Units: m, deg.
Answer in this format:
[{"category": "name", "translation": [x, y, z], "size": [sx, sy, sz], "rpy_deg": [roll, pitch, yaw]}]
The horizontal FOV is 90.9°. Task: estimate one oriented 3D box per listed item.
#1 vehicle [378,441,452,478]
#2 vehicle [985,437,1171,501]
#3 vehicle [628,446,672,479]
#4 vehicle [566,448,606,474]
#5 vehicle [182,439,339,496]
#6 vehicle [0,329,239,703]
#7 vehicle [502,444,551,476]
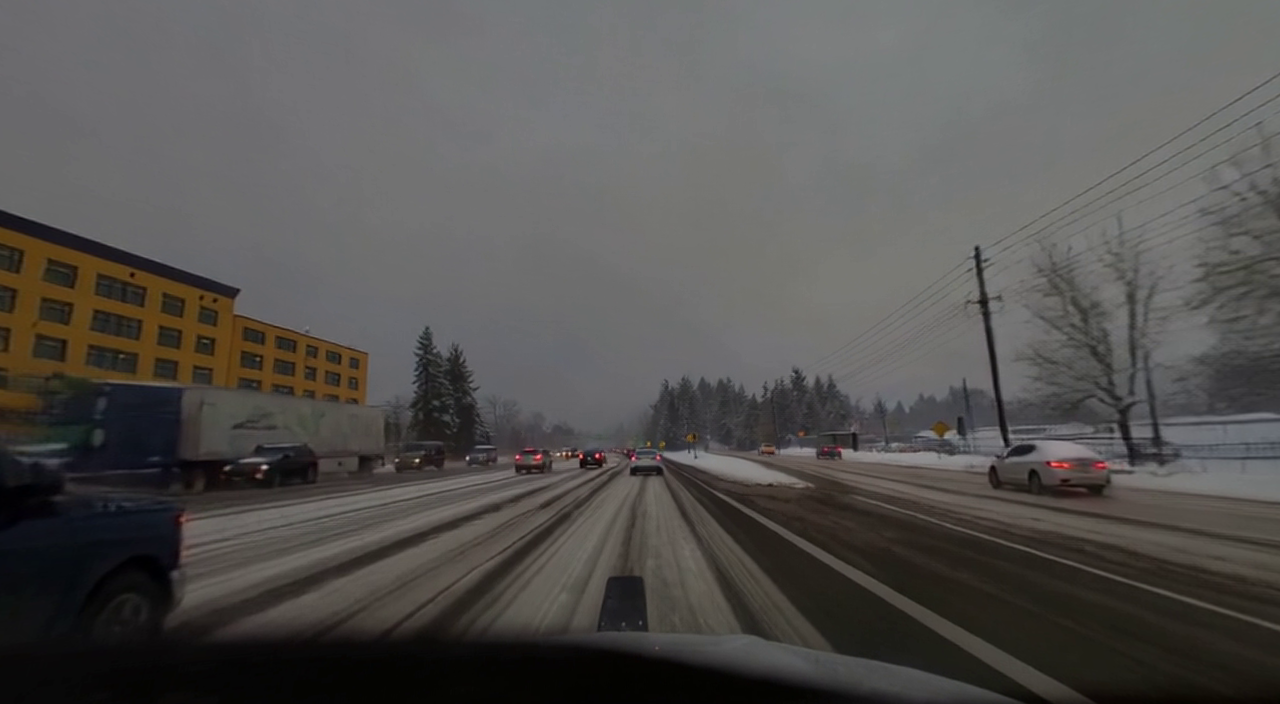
[{"category": "vehicle", "translation": [-13.081, 6.270, 37.174], "size": [2.216, 1.945, 5.942], "rpy_deg": [0, -8, 0]}, {"category": "vehicle", "translation": [11.518, 3.072, 17.101], "size": [1.966, 1.484, 4.610], "rpy_deg": [-1, -8, 4]}, {"category": "vehicle", "translation": [0.462, 5.620, 32.320], "size": [2.107, 1.538, 3.999], "rpy_deg": [0, -8, 0]}, {"category": "vehicle", "translation": [-3.357, 6.861, 39.899], "size": [2.059, 1.508, 4.662], "rpy_deg": [0, -8, 0]}, {"category": "vehicle", "translation": [-13.103, 3.989, 22.340], "size": [2.249, 1.715, 5.424], "rpy_deg": [0, -8, -1]}, {"category": "vehicle", "translation": [-3.893, 0.708, 1.688], "size": [2.250, 1.872, 5.038], "rpy_deg": [-1, -8, 1]}, {"category": "vehicle", "translation": [-7.100, 6.781, 40.018], "size": [2.106, 1.827, 4.814], "rpy_deg": [-1, -8, 1]}]
